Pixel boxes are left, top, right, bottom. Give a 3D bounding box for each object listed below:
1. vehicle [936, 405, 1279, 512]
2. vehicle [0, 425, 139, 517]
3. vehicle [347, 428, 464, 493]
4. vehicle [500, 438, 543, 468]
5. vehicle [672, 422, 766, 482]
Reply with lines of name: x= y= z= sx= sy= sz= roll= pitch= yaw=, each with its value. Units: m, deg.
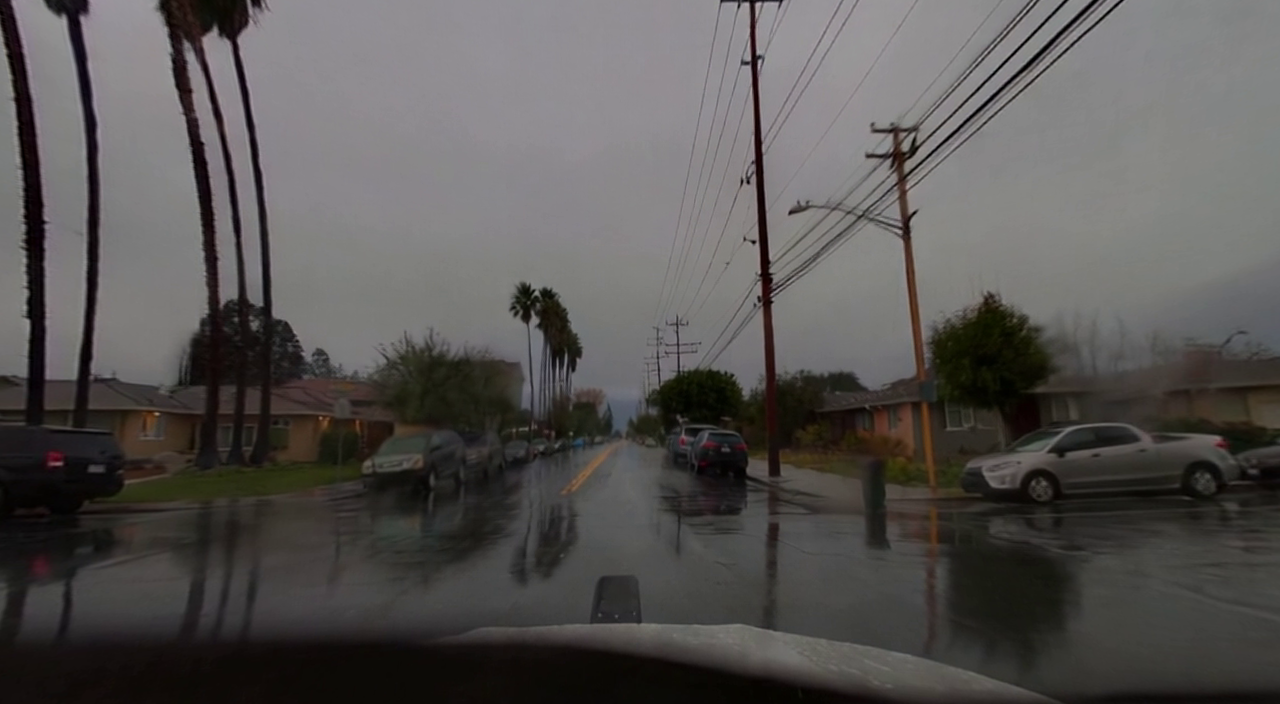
vehicle: x=10.285 y=2.354 z=14.238 sx=5.971 sy=1.967 sz=2.385 roll=-1 pitch=-9 yaw=-5
vehicle: x=-14.790 y=2.631 z=13.634 sx=5.847 sy=1.766 sz=2.392 roll=-2 pitch=-9 yaw=-3
vehicle: x=-6.983 y=3.302 z=19.439 sx=2.198 sy=1.724 sz=4.493 roll=0 pitch=-9 yaw=-5
vehicle: x=-7.945 y=6.809 z=42.732 sx=2.178 sy=1.865 sz=4.658 roll=0 pitch=-9 yaw=-2
vehicle: x=2.674 y=3.648 z=23.241 sx=2.505 sy=1.895 sz=5.805 roll=0 pitch=-9 yaw=-2
